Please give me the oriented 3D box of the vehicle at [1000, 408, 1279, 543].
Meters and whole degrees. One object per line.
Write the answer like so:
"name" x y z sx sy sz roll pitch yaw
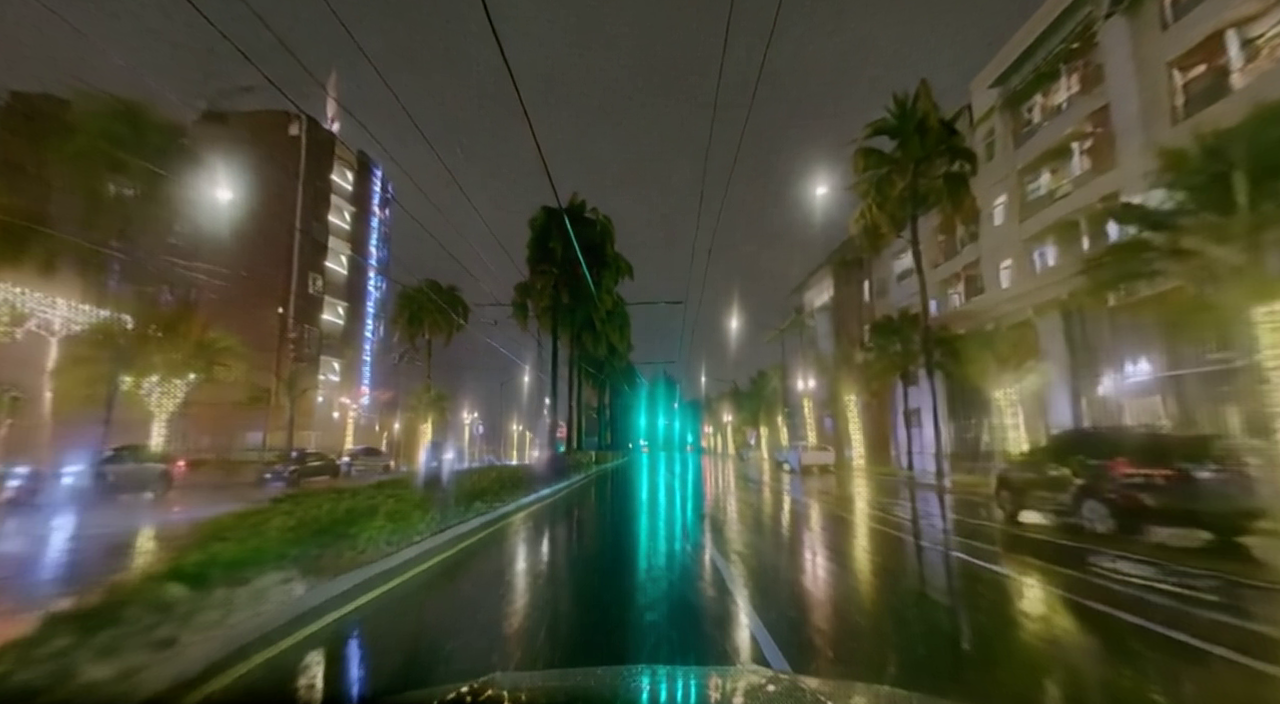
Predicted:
"vehicle" 8.371 1.906 10.382 1.995 1.677 4.863 0 -8 0

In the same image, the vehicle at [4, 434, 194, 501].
"vehicle" -16.591 3.536 19.724 1.974 1.808 4.373 0 -8 1

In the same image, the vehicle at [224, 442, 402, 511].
"vehicle" -7.933 3.039 15.914 2.046 1.475 4.426 0 -8 1

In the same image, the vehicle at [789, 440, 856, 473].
"vehicle" 8.825 5.088 30.814 1.816 1.488 4.102 0 -8 -4

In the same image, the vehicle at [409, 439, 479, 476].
"vehicle" -10.638 5.735 34.679 2.096 1.860 4.953 -1 -8 2
